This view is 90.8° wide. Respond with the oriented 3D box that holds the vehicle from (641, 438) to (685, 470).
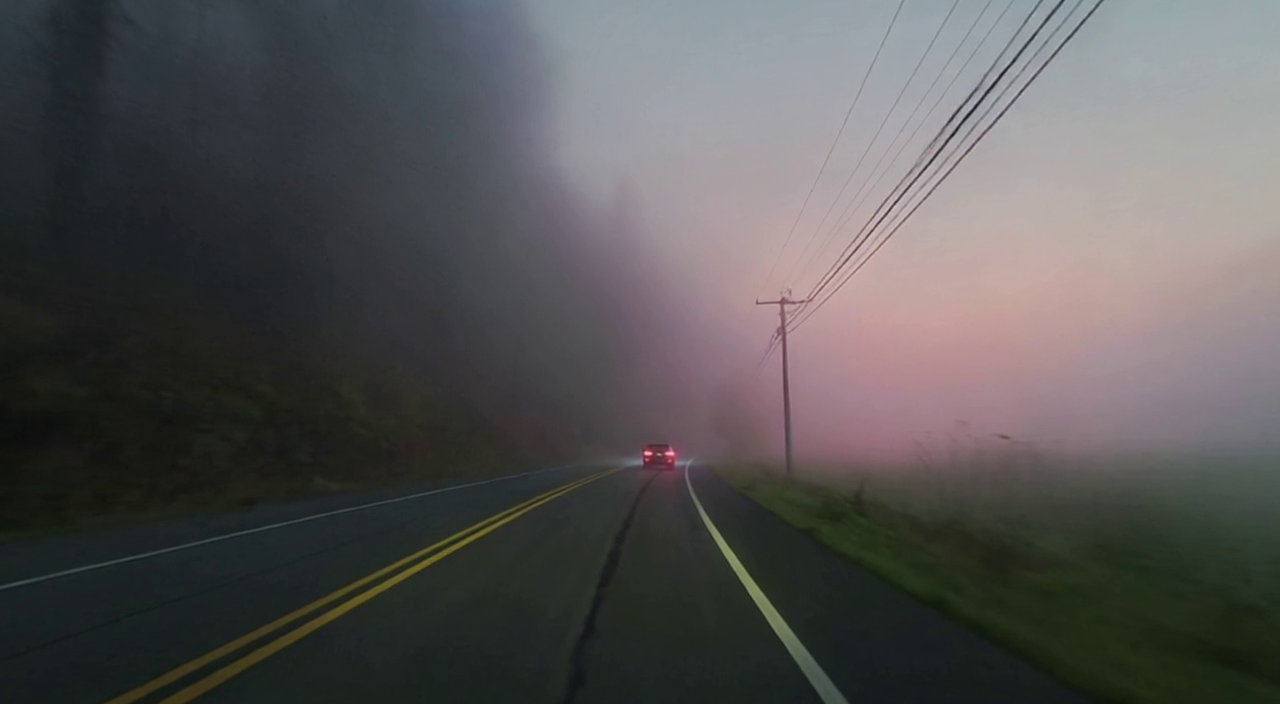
[{"bbox_3d":[1.246,5.173,32.312,2.059,1.524,3.963,-1,-8,5],"label":"vehicle"}]
